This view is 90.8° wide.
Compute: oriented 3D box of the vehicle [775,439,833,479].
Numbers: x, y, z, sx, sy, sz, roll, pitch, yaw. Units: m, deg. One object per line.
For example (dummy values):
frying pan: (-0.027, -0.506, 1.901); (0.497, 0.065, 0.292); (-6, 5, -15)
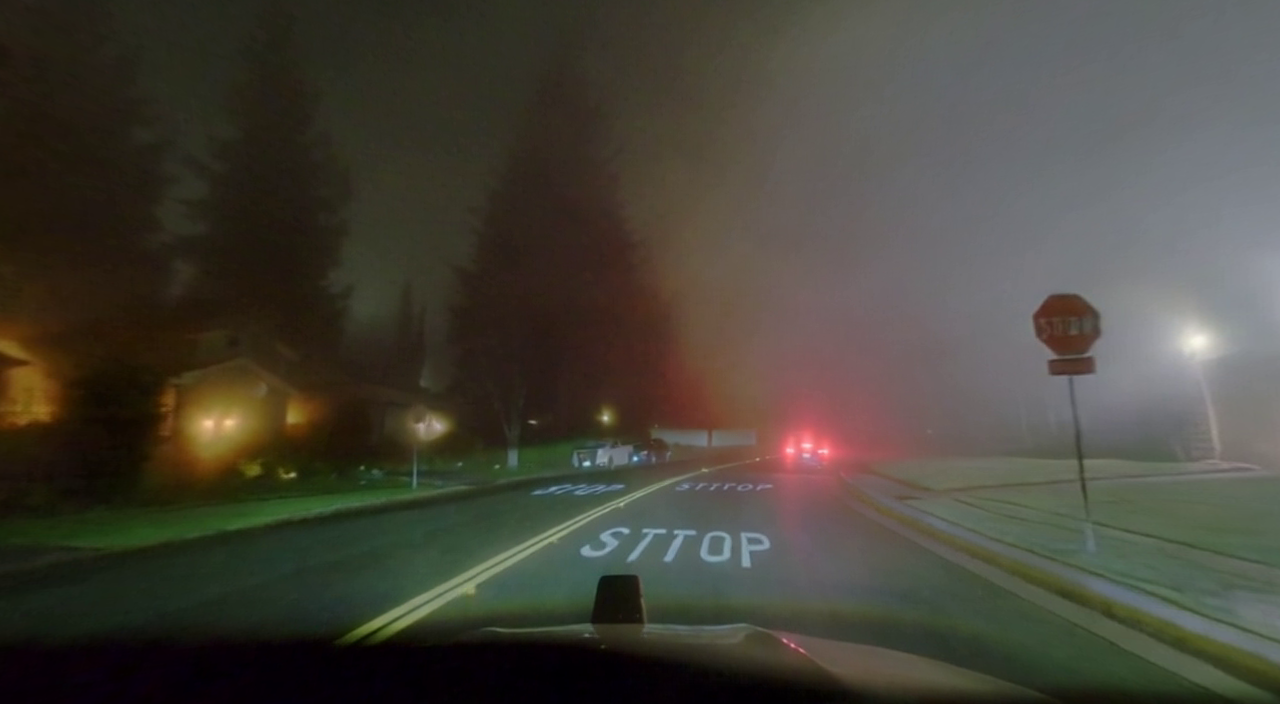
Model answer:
vehicle: (6.969, 4.431, 26.505); (2.045, 1.478, 4.914); (-3, -9, 17)

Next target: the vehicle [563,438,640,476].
vehicle: (-1.790, 5.129, 31.219); (2.030, 1.696, 4.828); (-3, -9, 19)
